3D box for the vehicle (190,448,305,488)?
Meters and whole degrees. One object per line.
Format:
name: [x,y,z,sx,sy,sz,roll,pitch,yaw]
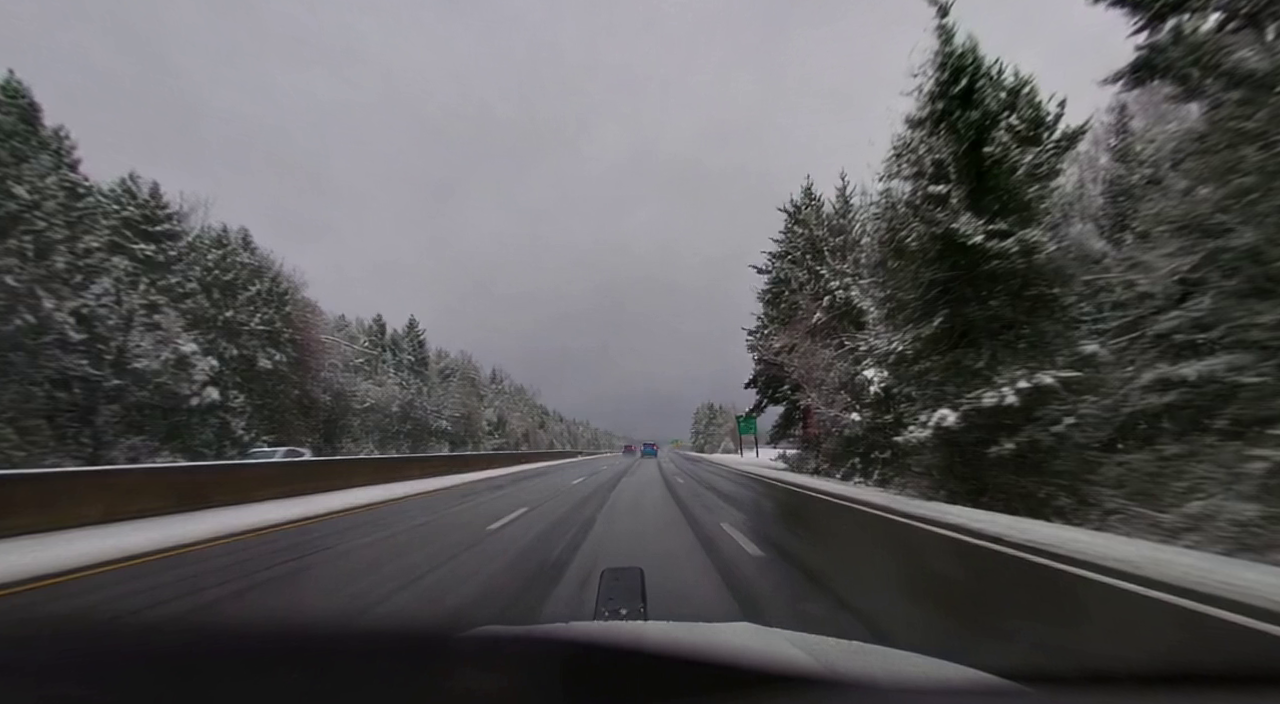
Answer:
vehicle: [-15.774,4.656,25.635,1.859,1.458,4.239,0,-9,1]
